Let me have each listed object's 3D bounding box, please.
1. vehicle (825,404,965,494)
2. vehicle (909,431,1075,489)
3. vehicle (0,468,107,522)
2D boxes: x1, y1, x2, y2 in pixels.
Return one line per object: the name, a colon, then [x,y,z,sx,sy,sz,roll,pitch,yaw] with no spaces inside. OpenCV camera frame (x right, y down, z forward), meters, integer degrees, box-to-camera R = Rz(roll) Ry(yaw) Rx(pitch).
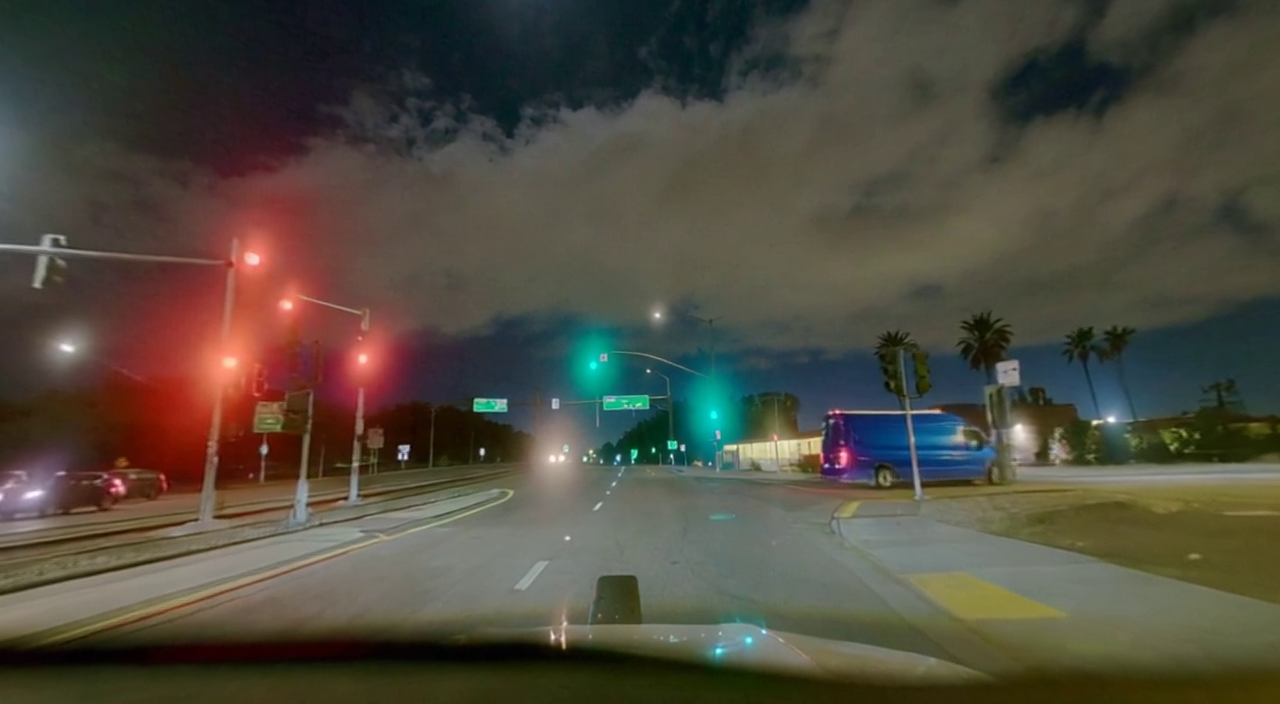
vehicle: [9.436,3.589,23.429,4.180,3.020,2.606,5,-11,-30]
vehicle: [14.273,4.340,25.639,6.055,2.140,2.266,3,-10,-19]
vehicle: [-19.668,4.558,20.606,4.881,1.477,2.204,-7,-11,35]
